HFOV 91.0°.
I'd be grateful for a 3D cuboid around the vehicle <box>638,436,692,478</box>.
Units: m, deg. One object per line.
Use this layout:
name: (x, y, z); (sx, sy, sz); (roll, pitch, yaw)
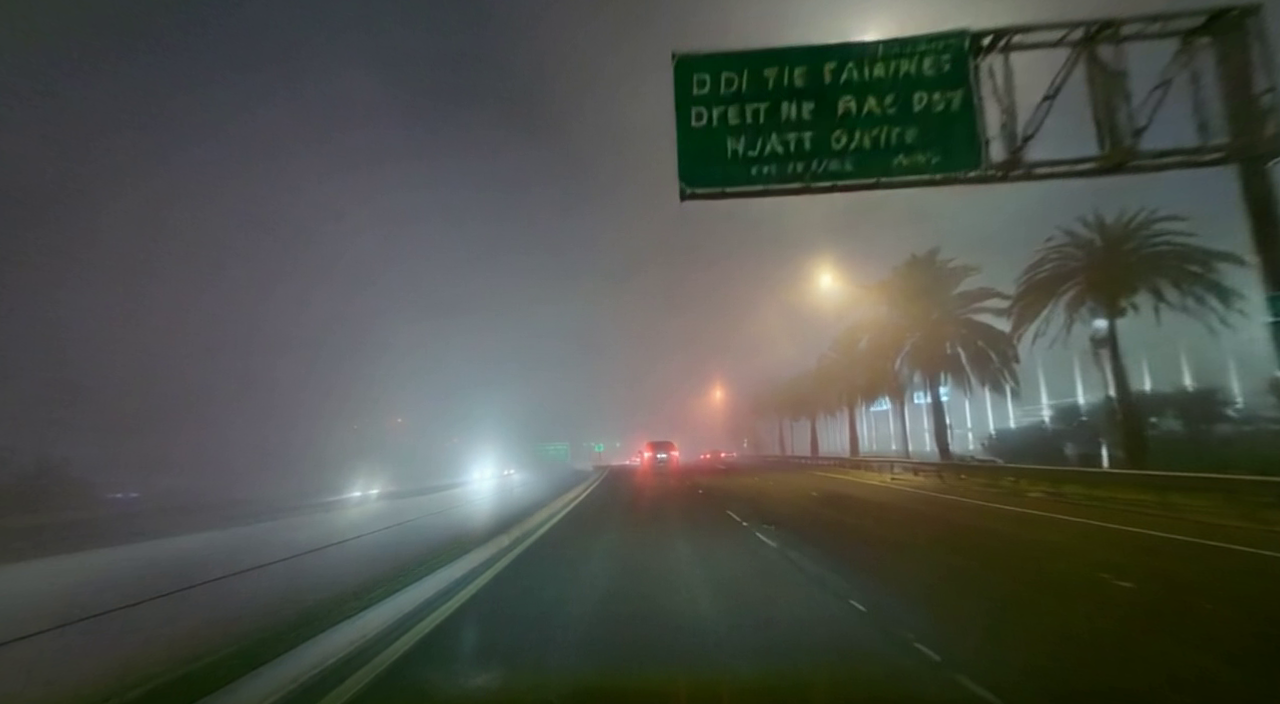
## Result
vehicle: (1.068, 4.779, 28.812); (2.089, 1.718, 4.193); (0, -9, -3)
